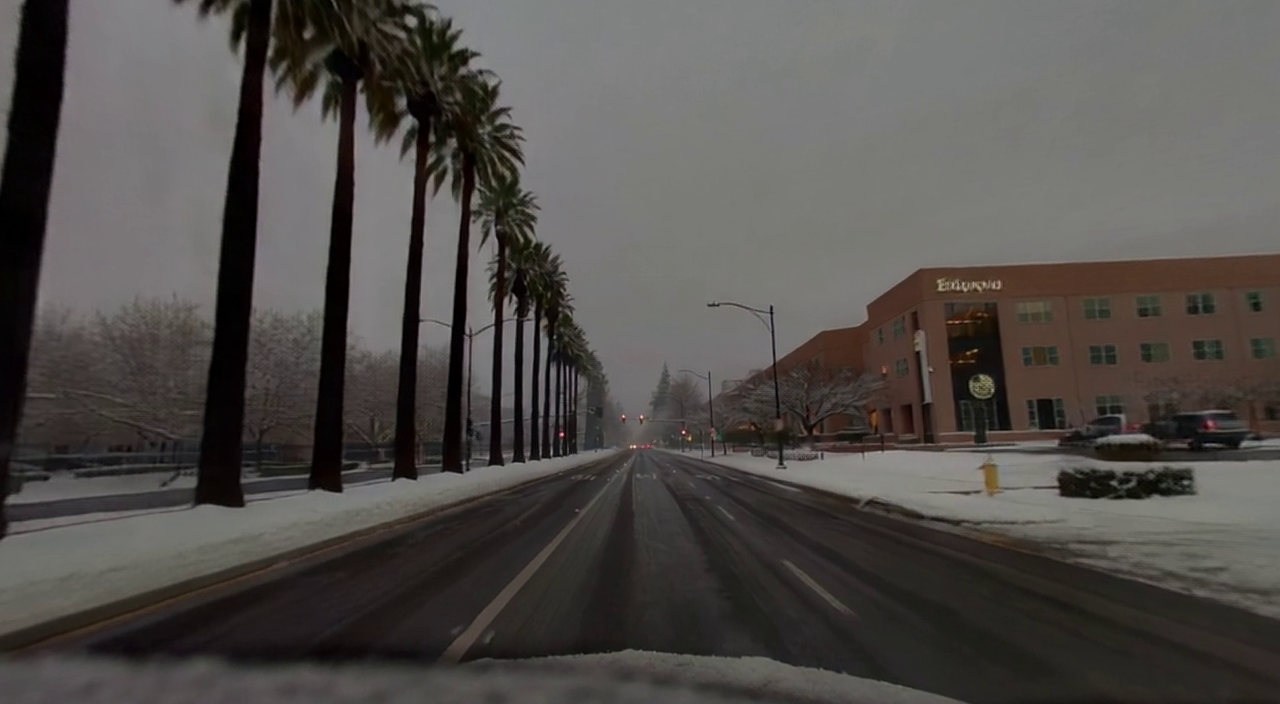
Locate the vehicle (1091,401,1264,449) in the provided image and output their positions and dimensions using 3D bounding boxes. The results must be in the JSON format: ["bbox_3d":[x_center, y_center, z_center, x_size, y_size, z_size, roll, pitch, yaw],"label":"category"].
[{"bbox_3d":[22.172,3.142,26.381,2.222,1.818,5.099,1,-9,-11],"label":"vehicle"}]
